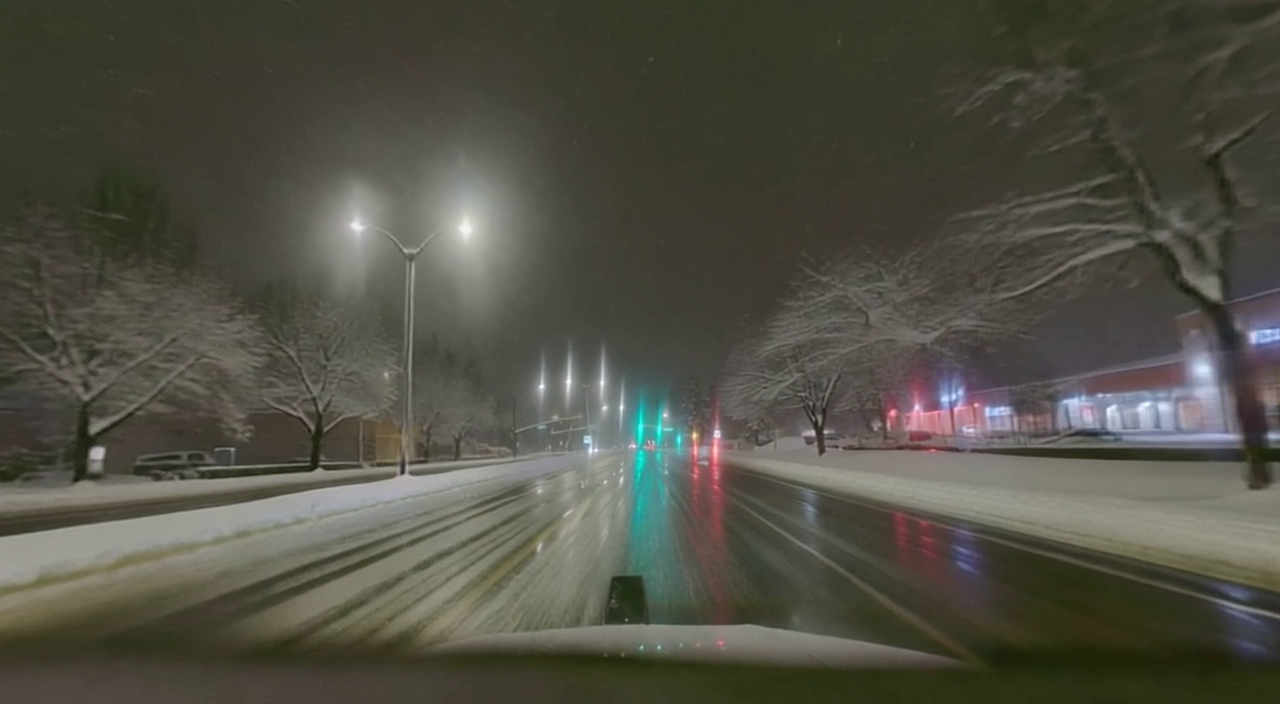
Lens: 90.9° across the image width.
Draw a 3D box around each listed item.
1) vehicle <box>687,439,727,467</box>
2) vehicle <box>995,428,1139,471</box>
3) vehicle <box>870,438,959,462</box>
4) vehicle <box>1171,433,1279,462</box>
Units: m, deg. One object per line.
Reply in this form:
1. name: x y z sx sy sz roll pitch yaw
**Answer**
1. vehicle: 4.221 6.494 40.592 2.007 1.683 4.171 0 -8 -1
2. vehicle: 17.731 4.066 26.390 4.386 1.701 2.121 -1 -8 3
3. vehicle: 17.202 6.164 39.597 4.685 1.478 1.849 -1 -9 2
4. vehicle: 32.276 5.175 34.181 5.080 1.504 1.946 -8 -12 44
